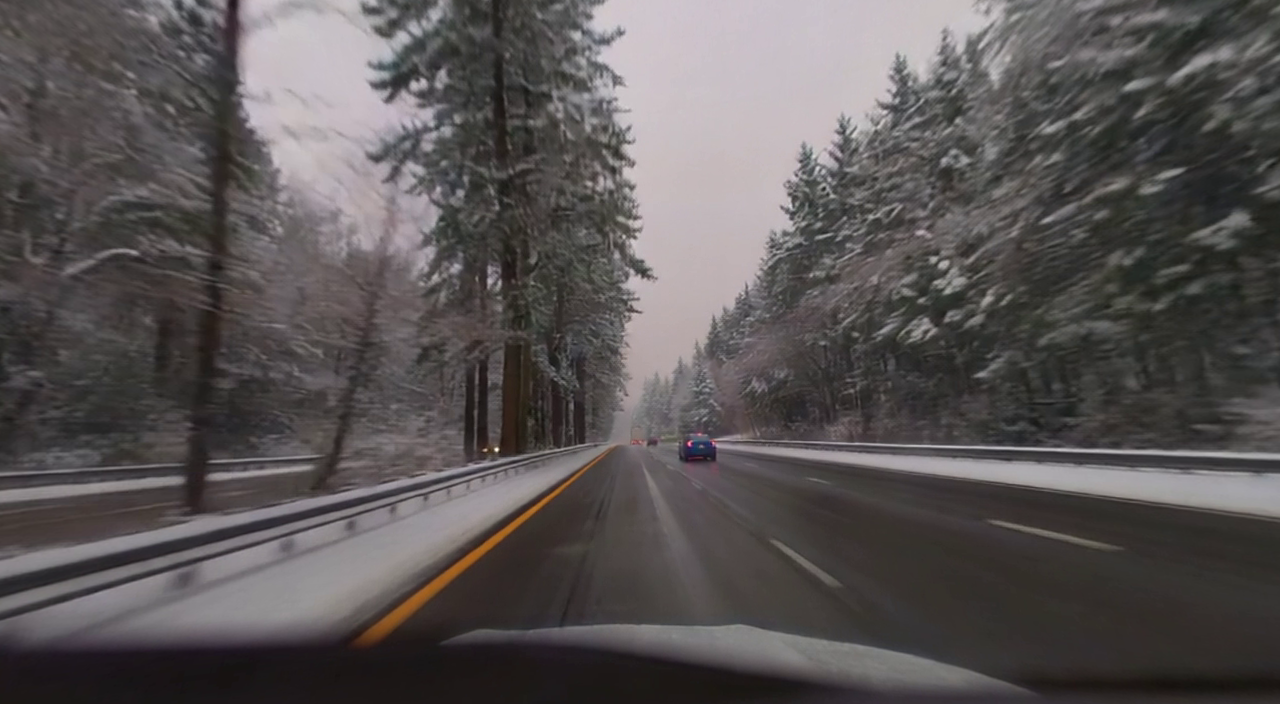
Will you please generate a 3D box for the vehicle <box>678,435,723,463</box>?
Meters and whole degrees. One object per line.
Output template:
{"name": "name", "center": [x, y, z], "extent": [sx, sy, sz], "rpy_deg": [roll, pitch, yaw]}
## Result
{"name": "vehicle", "center": [3.335, 5.411, 35.416], "extent": [2.017, 1.502, 4.369], "rpy_deg": [0, -8, -1]}
